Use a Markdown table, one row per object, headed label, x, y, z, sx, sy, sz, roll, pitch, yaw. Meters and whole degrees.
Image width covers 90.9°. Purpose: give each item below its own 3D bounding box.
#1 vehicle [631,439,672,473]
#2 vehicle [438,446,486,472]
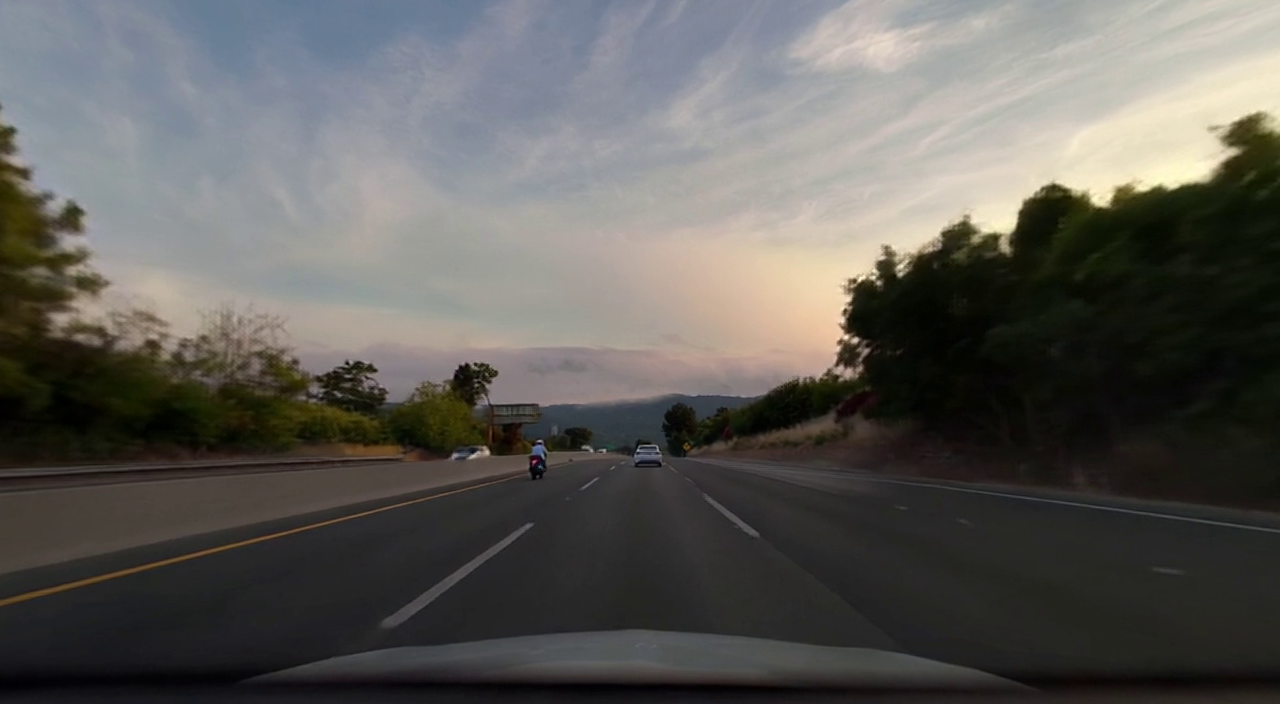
| label | x | y | z | sx | sy | sz | roll | pitch | yaw |
| --- | --- | --- | --- | --- | --- | --- | --- | --- | --- |
| vehicle | 0.635 | 6.059 | 36.722 | 2.247 | 1.825 | 4.036 | 0 | -9 | 1 |
| vehicle | -11.523 | 6.935 | 41.164 | 1.876 | 1.573 | 4.200 | 0 | -9 | 1 |
